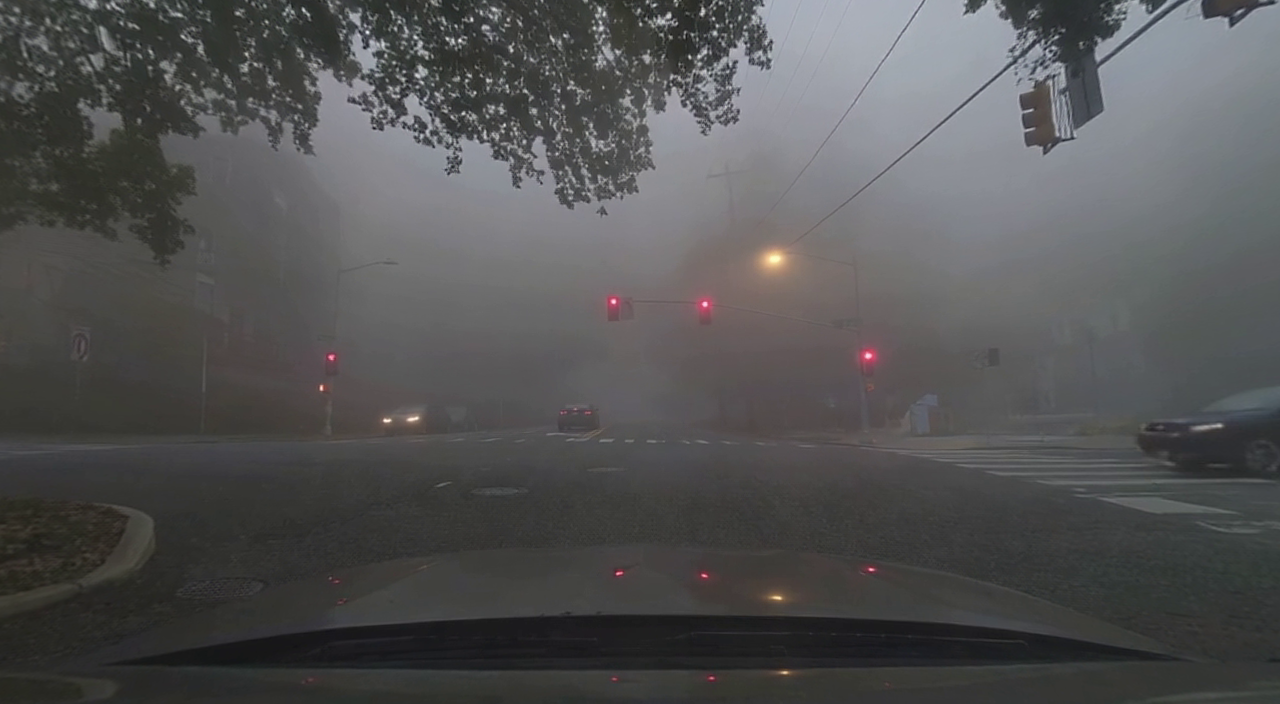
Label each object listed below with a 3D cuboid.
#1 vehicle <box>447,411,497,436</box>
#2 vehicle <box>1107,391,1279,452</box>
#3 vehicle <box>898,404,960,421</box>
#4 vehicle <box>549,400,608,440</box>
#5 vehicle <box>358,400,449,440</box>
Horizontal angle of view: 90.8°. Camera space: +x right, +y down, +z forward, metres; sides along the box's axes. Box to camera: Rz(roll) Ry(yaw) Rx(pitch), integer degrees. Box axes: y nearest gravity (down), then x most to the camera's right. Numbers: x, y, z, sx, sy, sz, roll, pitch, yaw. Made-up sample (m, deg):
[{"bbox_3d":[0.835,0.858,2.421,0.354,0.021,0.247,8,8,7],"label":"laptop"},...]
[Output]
[{"bbox_3d":[-11.028,4.777,41.779,1.899,1.510,4.294,-1,-8,4],"label":"vehicle"},{"bbox_3d":[16.348,2.032,18.181,4.201,1.663,1.848,-1,-8,3],"label":"vehicle"},{"bbox_3d":[22.290,4.683,48.861,3.933,1.219,1.700,0,-9,4],"label":"vehicle"},{"bbox_3d":[-3.225,3.800,34.521,2.306,1.907,5.382,-1,-8,4],"label":"vehicle"},{"bbox_3d":[-12.316,3.666,33.346,2.340,1.902,4.920,-1,-9,8],"label":"vehicle"}]
